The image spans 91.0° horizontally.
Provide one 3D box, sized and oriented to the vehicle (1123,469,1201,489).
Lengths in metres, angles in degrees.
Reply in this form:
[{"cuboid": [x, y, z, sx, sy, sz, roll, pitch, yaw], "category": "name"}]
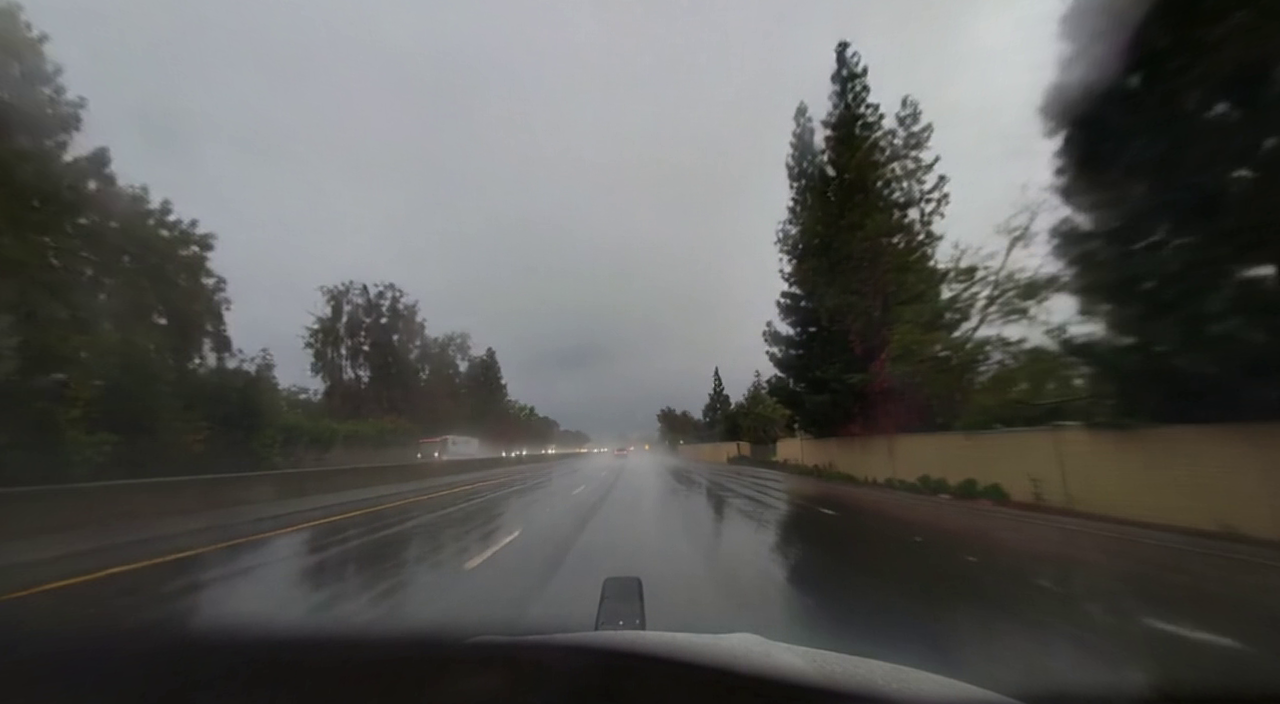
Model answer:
[{"cuboid": [39.994, 9.718, 48.296, 4.374, 1.432, 1.901, 1, -9, -4], "category": "vehicle"}]
